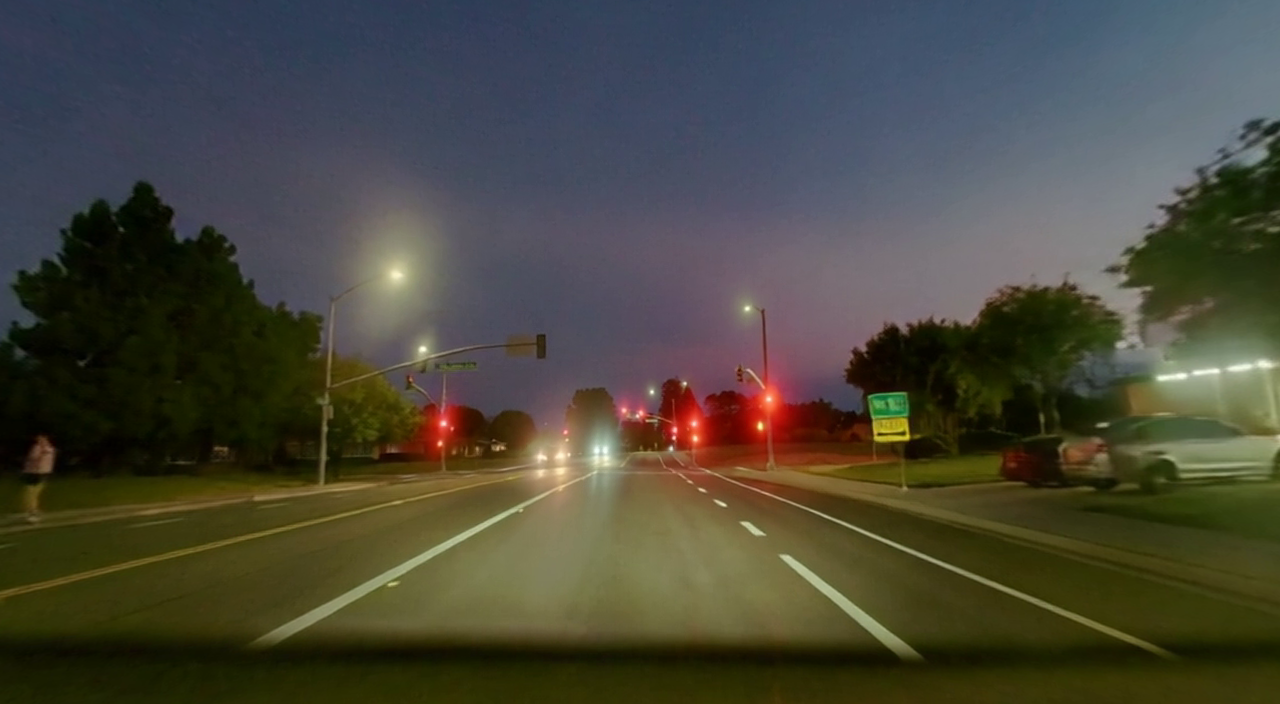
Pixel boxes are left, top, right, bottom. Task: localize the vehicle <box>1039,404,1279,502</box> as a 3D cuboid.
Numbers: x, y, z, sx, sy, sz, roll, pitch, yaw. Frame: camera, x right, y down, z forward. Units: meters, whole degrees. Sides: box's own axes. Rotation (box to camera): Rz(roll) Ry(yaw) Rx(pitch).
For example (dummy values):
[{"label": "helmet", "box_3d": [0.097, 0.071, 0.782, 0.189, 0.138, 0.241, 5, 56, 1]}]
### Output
[{"label": "vehicle", "box_3d": [10.835, 1.984, 12.576, 4.423, 1.779, 1.883, 0, -8, 1]}]
